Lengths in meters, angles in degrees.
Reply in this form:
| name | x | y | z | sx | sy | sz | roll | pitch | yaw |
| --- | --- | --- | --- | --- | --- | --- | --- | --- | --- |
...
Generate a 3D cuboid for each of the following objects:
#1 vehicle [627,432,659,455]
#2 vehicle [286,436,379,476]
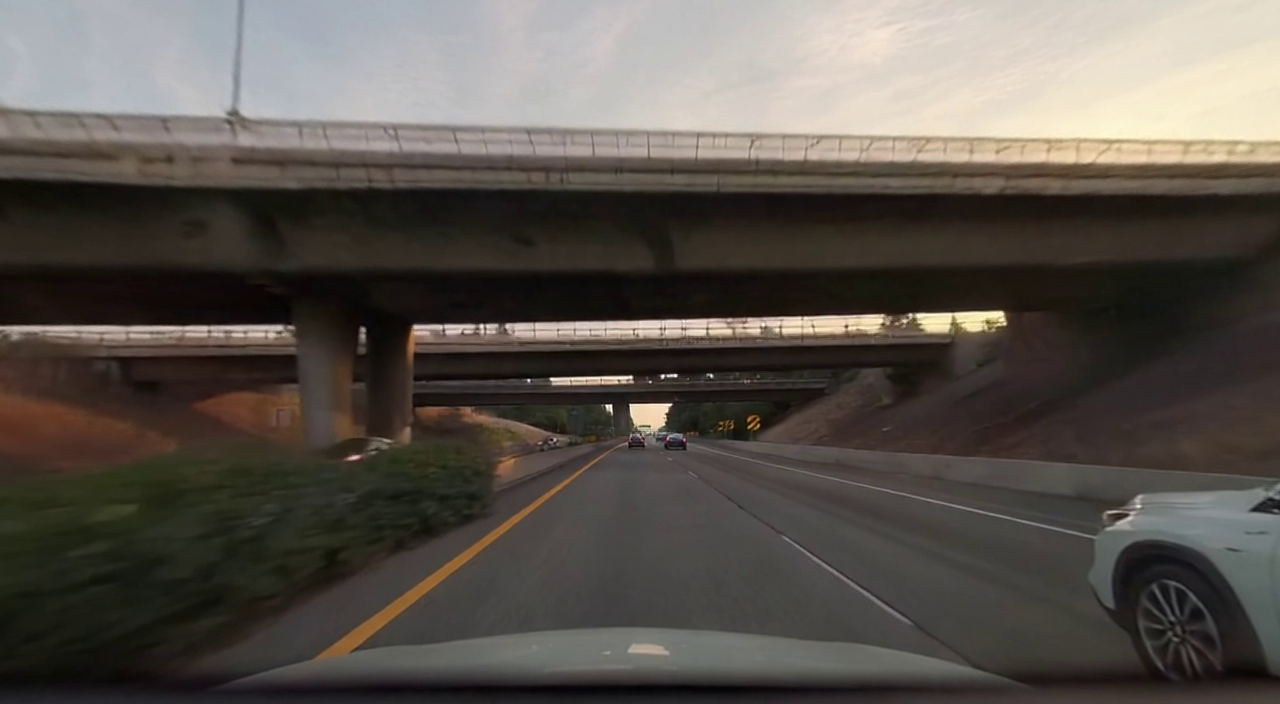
| name | x | y | z | sx | sy | sz | roll | pitch | yaw |
| --- | --- | --- | --- | --- | --- | --- | --- | --- | --- |
| vehicle | 0.137 | 6.105 | 42.268 | 1.981 | 1.490 | 3.449 | 0 | -8 | -3 |
| vehicle | -12.702 | 4.298 | 26.314 | 1.832 | 1.512 | 4.087 | 0 | -8 | 0 |
